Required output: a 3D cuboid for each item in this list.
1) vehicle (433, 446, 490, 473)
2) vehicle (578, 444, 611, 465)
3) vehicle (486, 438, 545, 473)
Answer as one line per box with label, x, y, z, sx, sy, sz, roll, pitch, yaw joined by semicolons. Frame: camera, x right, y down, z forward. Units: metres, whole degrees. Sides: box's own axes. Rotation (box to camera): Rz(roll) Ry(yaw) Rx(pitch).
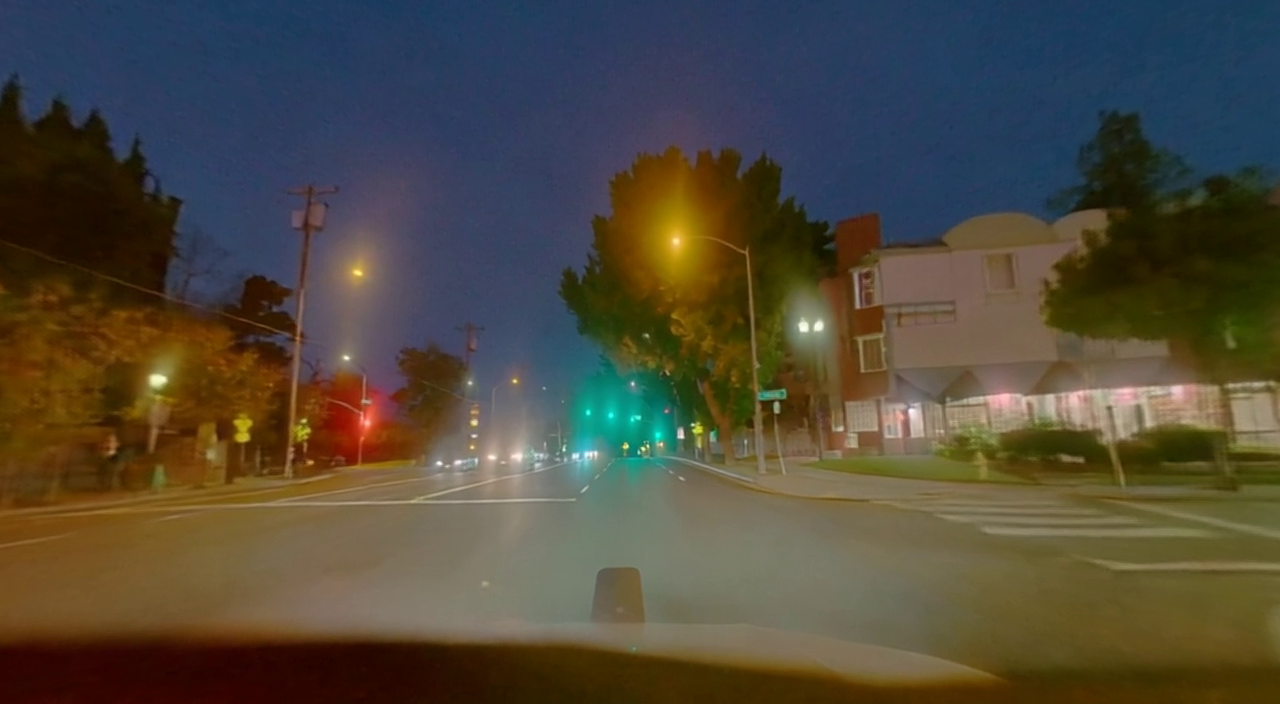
vehicle;-10.336;6.237;36.955;2.012;1.429;4.462;0;-8;0
vehicle;-3.334;7.636;47.234;2.122;1.469;4.388;0;-8;1
vehicle;-6.883;5.784;35.530;2.322;1.819;4.651;0;-8;0
